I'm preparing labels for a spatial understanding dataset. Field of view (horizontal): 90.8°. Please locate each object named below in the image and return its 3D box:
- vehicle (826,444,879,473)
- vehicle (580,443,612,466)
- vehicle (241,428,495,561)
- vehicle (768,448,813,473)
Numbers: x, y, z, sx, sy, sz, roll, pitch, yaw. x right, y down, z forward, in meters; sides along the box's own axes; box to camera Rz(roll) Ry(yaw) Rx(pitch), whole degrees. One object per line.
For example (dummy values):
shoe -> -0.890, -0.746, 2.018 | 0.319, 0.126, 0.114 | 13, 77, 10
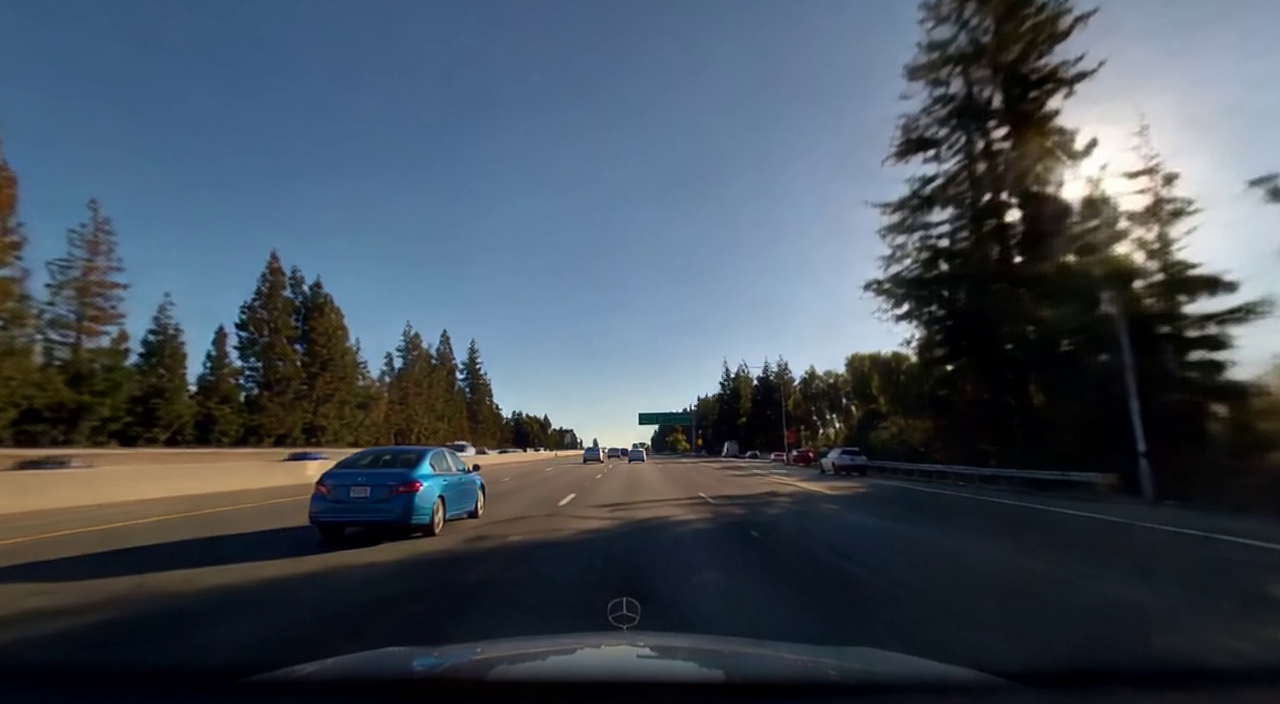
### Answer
vehicle -> 14.259, 7.186, 42.737 | 2.278, 1.816, 5.666 | -1, -9, 7
vehicle -> -3.436, 8.093, 49.838 | 2.206, 1.683, 4.300 | 0, -9, 0
vehicle -> -3.707, 2.010, 9.613 | 2.020, 1.554, 4.137 | 0, -9, 0
vehicle -> 9.637, 6.947, 40.774 | 1.940, 1.496, 4.992 | -1, -9, 3
